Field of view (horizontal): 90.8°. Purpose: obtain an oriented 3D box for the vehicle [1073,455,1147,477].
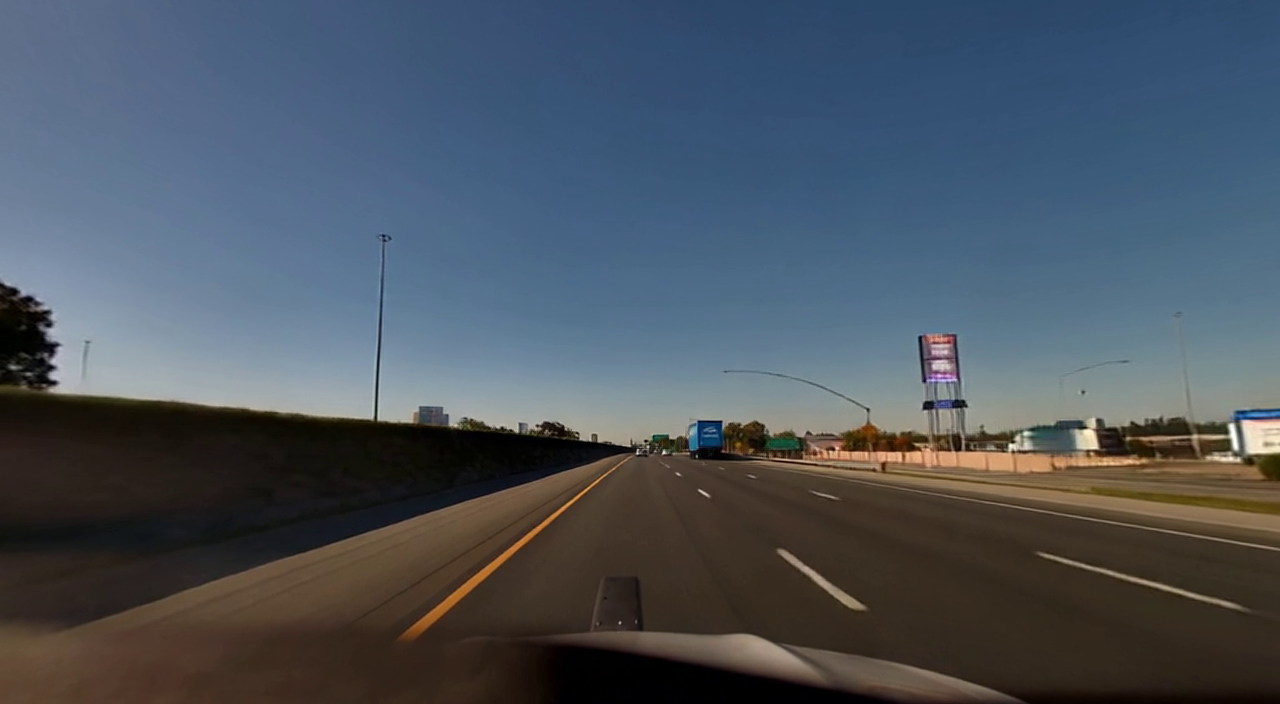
[{"bbox_3d":[35.628,8.637,48.036,1.887,1.471,4.865,0,-8,0],"label":"vehicle"}]
